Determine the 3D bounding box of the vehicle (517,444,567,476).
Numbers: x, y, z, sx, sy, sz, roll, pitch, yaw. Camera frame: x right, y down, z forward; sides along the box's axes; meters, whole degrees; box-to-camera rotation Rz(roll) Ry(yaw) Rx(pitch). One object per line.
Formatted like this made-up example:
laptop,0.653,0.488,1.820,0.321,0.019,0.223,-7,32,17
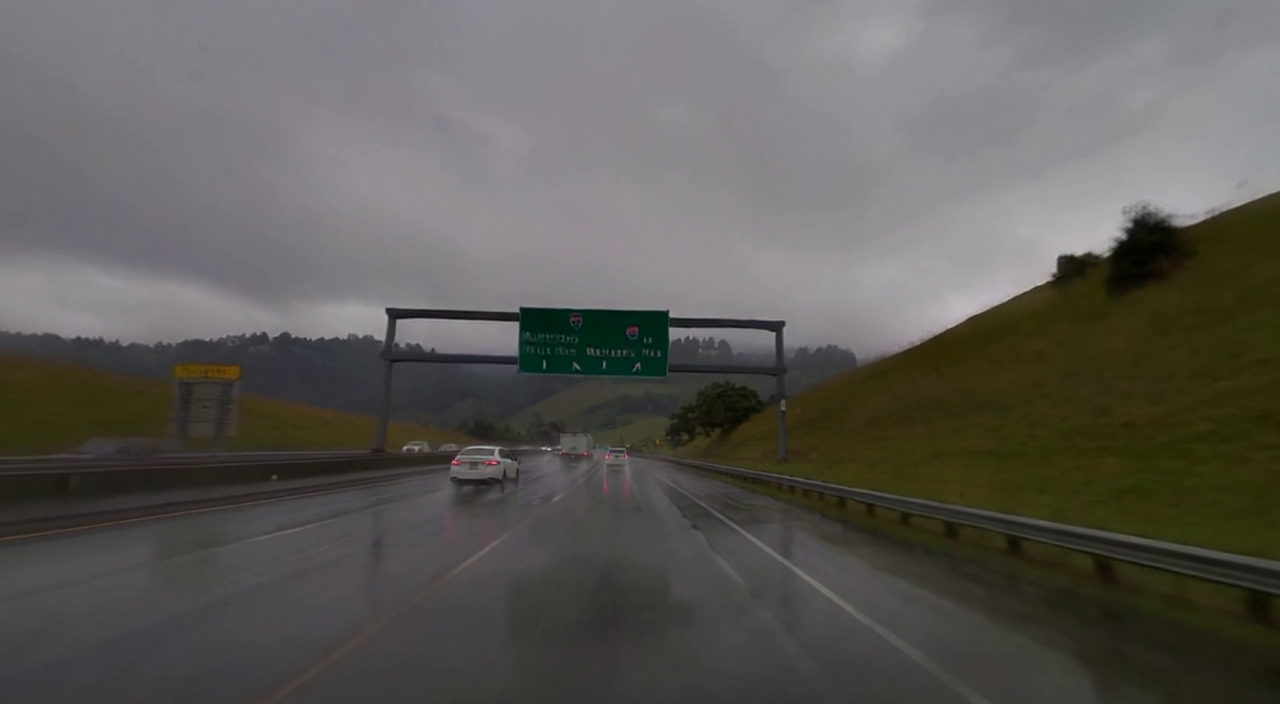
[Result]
vehicle,-5.222,5.814,34.183,2.118,1.624,4.032,0,-9,-1

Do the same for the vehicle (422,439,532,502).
vehicle,-4.650,3.440,18.720,2.208,1.619,4.162,0,-9,-1

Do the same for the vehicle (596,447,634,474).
vehicle,-1.452,6.093,35.647,1.988,1.440,4.201,0,-9,-3
